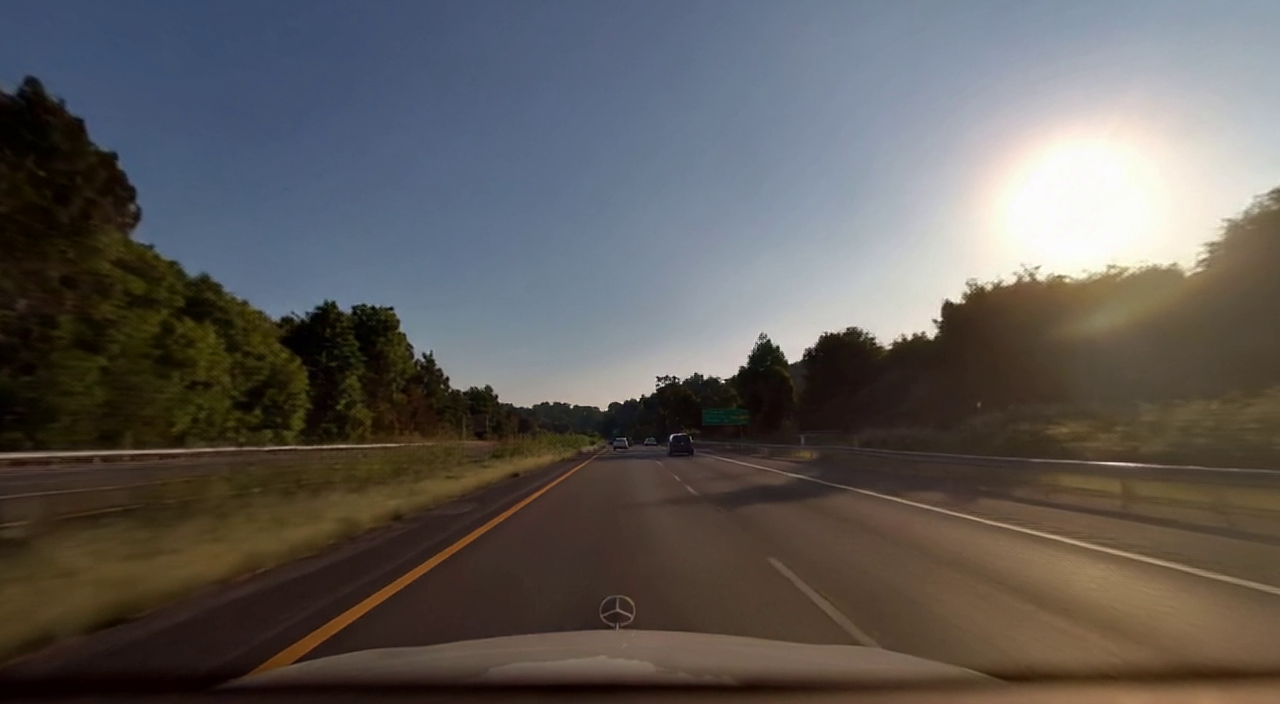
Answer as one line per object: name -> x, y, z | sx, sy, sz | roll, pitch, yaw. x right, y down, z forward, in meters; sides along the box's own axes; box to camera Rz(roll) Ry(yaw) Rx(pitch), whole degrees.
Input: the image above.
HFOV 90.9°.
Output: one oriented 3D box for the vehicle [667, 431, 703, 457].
vehicle -> 3.093, 6.450, 44.345 | 2.085, 1.681, 4.436 | 0, -7, -2
